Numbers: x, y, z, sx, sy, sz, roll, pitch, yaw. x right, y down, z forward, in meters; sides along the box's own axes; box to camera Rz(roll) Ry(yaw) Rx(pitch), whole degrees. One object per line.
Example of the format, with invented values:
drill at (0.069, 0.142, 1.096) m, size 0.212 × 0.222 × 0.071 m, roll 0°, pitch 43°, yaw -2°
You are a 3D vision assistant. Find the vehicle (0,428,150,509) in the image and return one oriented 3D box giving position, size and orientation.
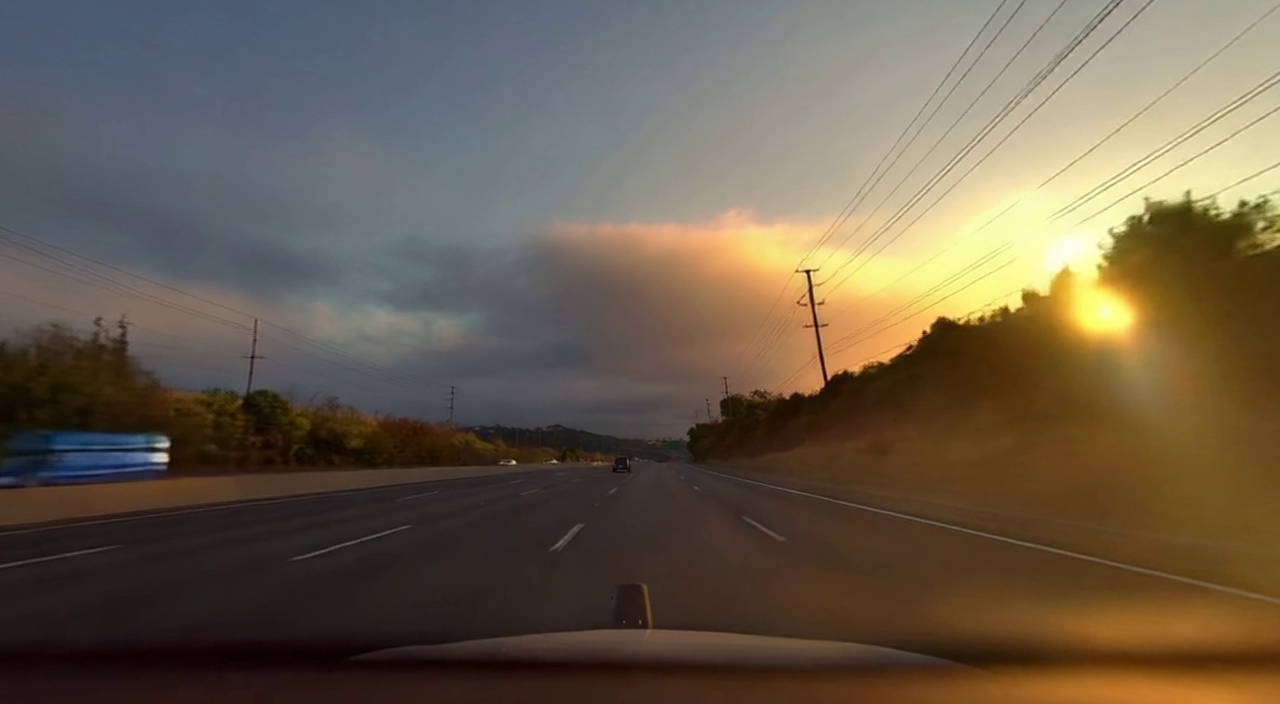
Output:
vehicle at (-21.825, 4.242, 23.429) m, size 2.253 × 2.596 × 5.946 m, roll -1°, pitch -9°, yaw 1°
